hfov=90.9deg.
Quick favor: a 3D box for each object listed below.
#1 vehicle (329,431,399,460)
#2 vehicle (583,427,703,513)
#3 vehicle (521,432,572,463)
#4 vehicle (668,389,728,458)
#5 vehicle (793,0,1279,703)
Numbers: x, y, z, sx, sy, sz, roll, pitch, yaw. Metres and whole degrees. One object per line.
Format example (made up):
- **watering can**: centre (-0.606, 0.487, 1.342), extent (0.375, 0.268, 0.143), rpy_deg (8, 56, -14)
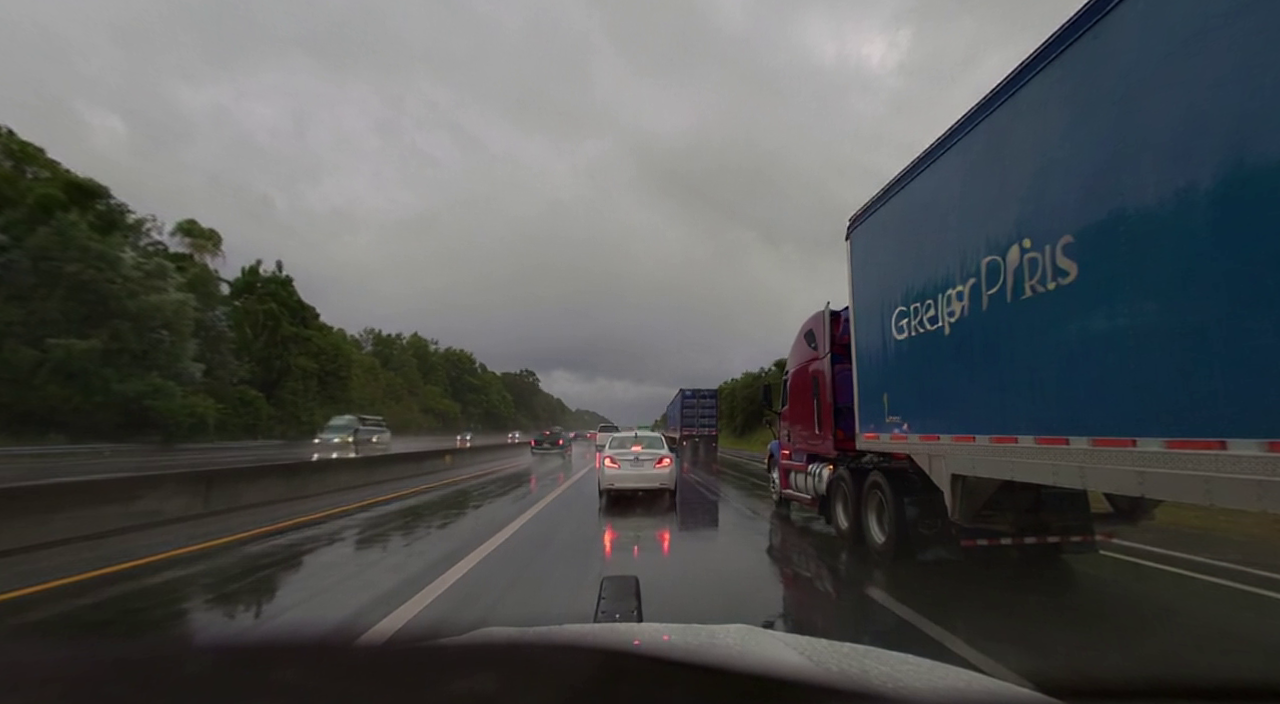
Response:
- **vehicle**: centre (-15.617, 5.278, 35.904), extent (1.835, 1.541, 4.415), rpy_deg (0, -7, 2)
- **vehicle**: centre (0.007, 2.228, 12.468), extent (2.021, 1.435, 3.611), rpy_deg (0, -8, -2)
- **vehicle**: centre (-4.743, 4.895, 32.561), extent (1.983, 1.434, 4.451), rpy_deg (0, -8, 0)
- **vehicle**: centre (3.704, 5.118, 44.065), extent (2.869, 4.067, 13.731), rpy_deg (0, -8, 0)
- **vehicle**: centre (4.112, -0.162, 3.729), extent (2.816, 4.070, 14.136), rpy_deg (0, -8, 0)
